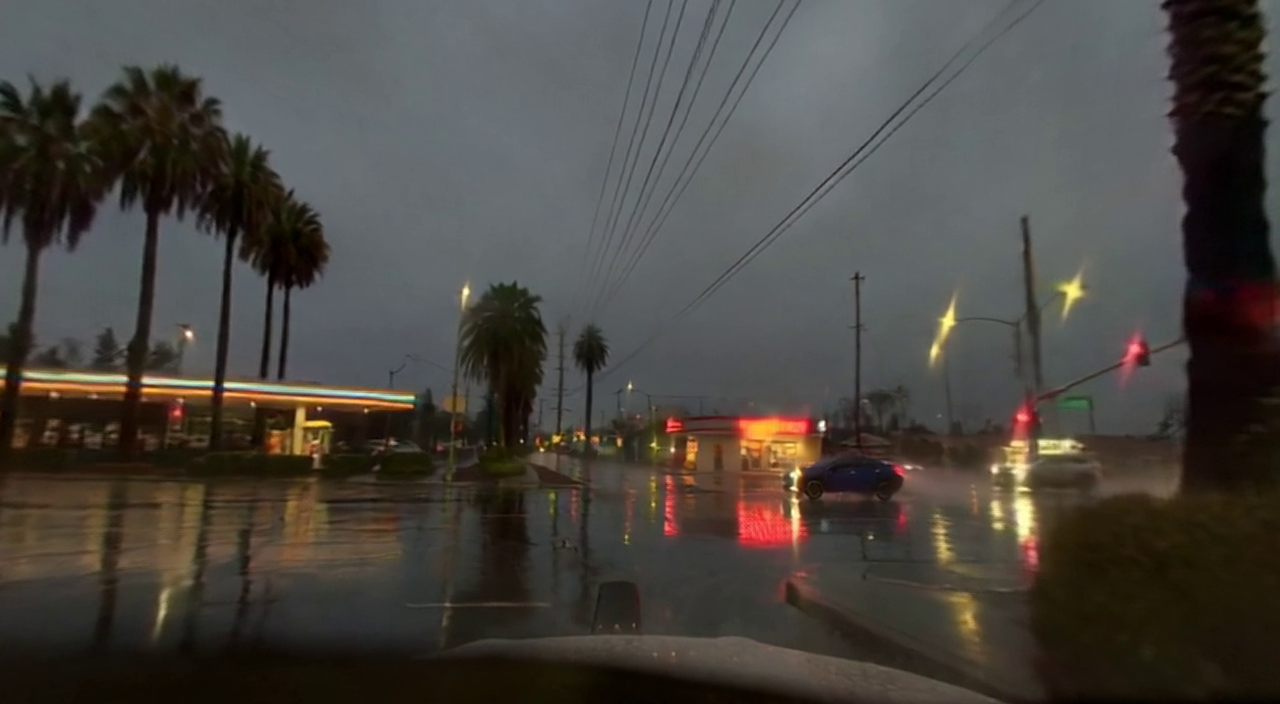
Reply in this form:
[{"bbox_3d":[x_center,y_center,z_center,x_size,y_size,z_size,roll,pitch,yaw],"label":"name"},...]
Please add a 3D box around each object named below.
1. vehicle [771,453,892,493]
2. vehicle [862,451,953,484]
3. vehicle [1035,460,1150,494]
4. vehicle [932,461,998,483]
[{"bbox_3d":[8.036,5.101,26.679,4.570,1.480,1.873,3,-8,-11],"label":"vehicle"},{"bbox_3d":[16.682,7.194,39.470,4.880,1.754,2.202,2,-4,-14],"label":"vehicle"},{"bbox_3d":[29.393,8.104,41.331,2.490,1.958,5.823,4,-10,-12],"label":"vehicle"},{"bbox_3d":[24.856,9.195,48.539,2.074,1.480,4.369,4,-10,-14],"label":"vehicle"}]
